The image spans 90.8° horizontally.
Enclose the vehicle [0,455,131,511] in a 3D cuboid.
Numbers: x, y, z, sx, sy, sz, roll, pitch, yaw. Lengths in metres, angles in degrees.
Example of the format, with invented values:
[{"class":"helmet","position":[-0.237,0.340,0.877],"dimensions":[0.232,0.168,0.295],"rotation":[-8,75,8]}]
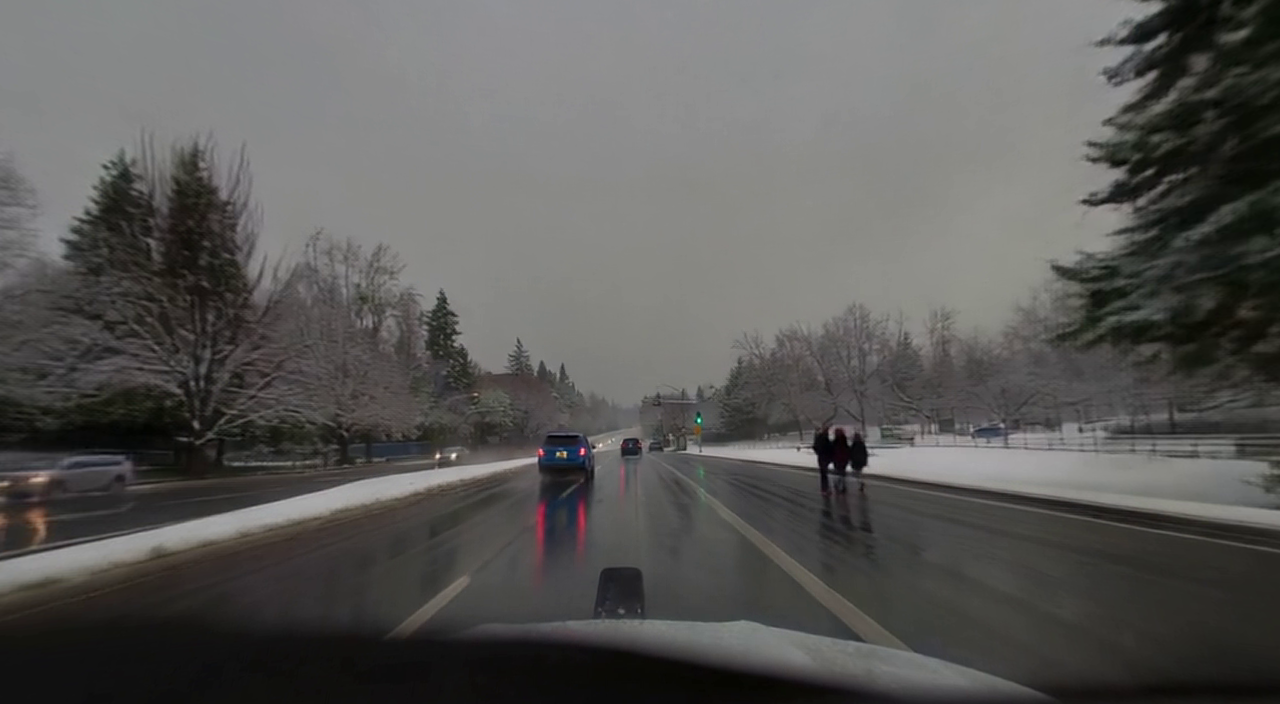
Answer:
[{"class":"vehicle","position":[-19.743,4.314,21.198],"dimensions":[1.902,1.625,4.095],"rotation":[0,-9,-1]}]

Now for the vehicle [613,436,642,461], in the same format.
[{"class":"vehicle","position":[-0.954,7.369,48.099],"dimensions":[2.077,1.773,4.257],"rotation":[0,-9,-1]}]

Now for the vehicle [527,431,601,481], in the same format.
[{"class":"vehicle","position":[-2.767,3.939,24.074],"dimensions":[2.174,1.703,4.231],"rotation":[-1,-9,2]}]
